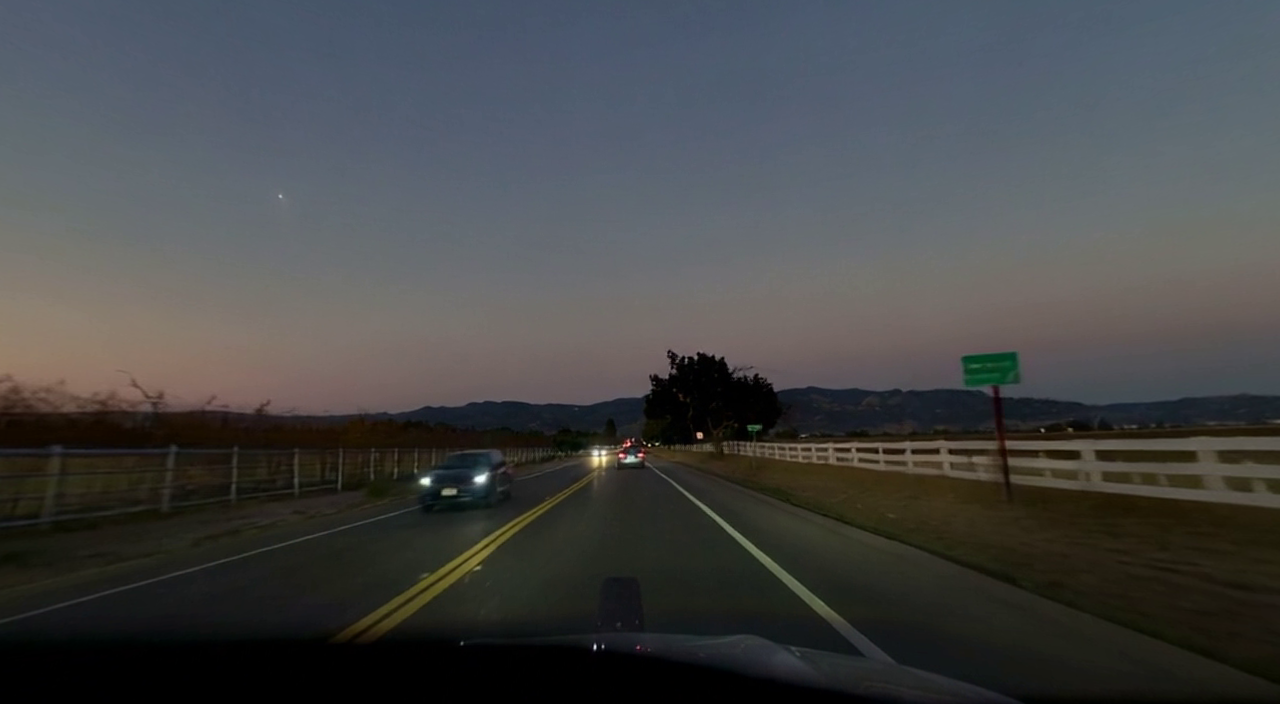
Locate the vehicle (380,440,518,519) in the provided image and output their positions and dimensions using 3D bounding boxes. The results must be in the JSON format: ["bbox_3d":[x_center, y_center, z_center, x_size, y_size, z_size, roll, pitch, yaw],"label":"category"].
[{"bbox_3d":[-4.310,2.934,15.021,1.989,1.600,3.979,0,-9,1],"label":"vehicle"}]

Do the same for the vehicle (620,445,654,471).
[{"bbox_3d":[-0.232,7.060,42.279,2.158,1.669,4.006,0,-9,-1],"label":"vehicle"}]
